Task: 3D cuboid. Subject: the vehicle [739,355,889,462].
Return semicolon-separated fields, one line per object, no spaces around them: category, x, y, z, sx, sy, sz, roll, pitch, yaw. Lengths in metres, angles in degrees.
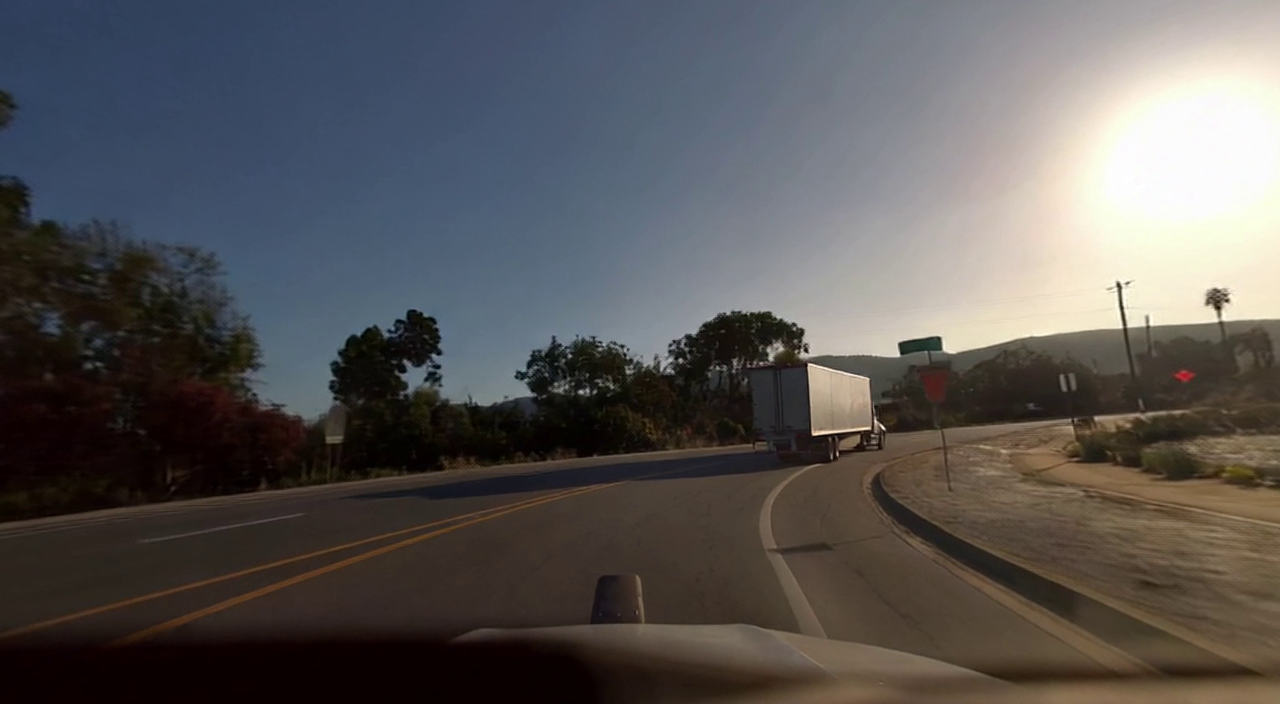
vehicle;7.843;2.657;26.960;2.837;3.712;10.484;-6;-10;34
